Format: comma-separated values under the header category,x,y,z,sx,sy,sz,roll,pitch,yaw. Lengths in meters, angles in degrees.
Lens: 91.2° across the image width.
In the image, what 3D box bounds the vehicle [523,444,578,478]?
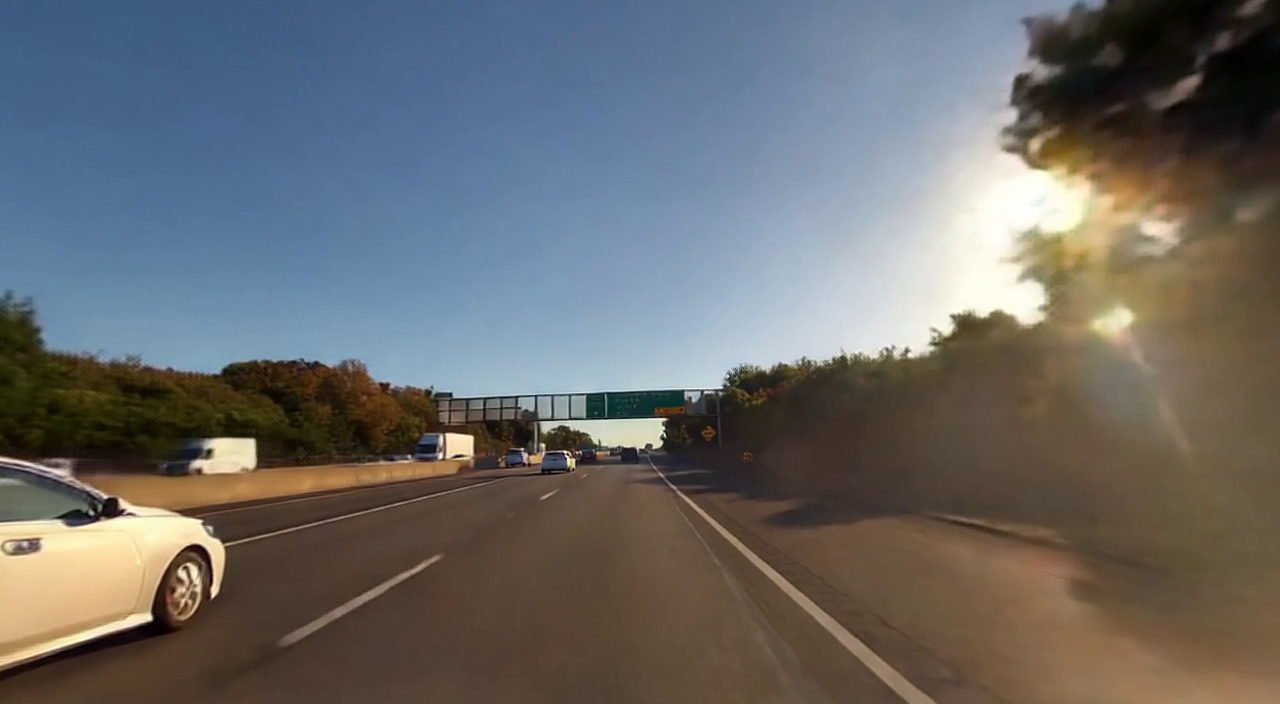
category,x,y,z,sx,sy,sz,roll,pitch,yaw
vehicle,-4.167,5.135,29.668,1.988,1.477,4.118,0,-9,0

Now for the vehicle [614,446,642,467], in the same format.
category,x,y,z,sx,sy,sz,roll,pitch,yaw
vehicle,-0.888,7.724,46.538,2.023,1.479,3.718,0,-9,-1

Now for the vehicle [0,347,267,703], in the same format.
category,x,y,z,sx,sy,sz,roll,pitch,yaw
vehicle,-4.035,0.840,2.682,2.074,1.779,4.588,0,-9,-1

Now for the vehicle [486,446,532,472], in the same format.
category,x,y,z,sx,sy,sz,roll,pitch,yaw
vehicle,-7.904,6.467,38.059,1.936,1.516,3.904,0,-9,0
